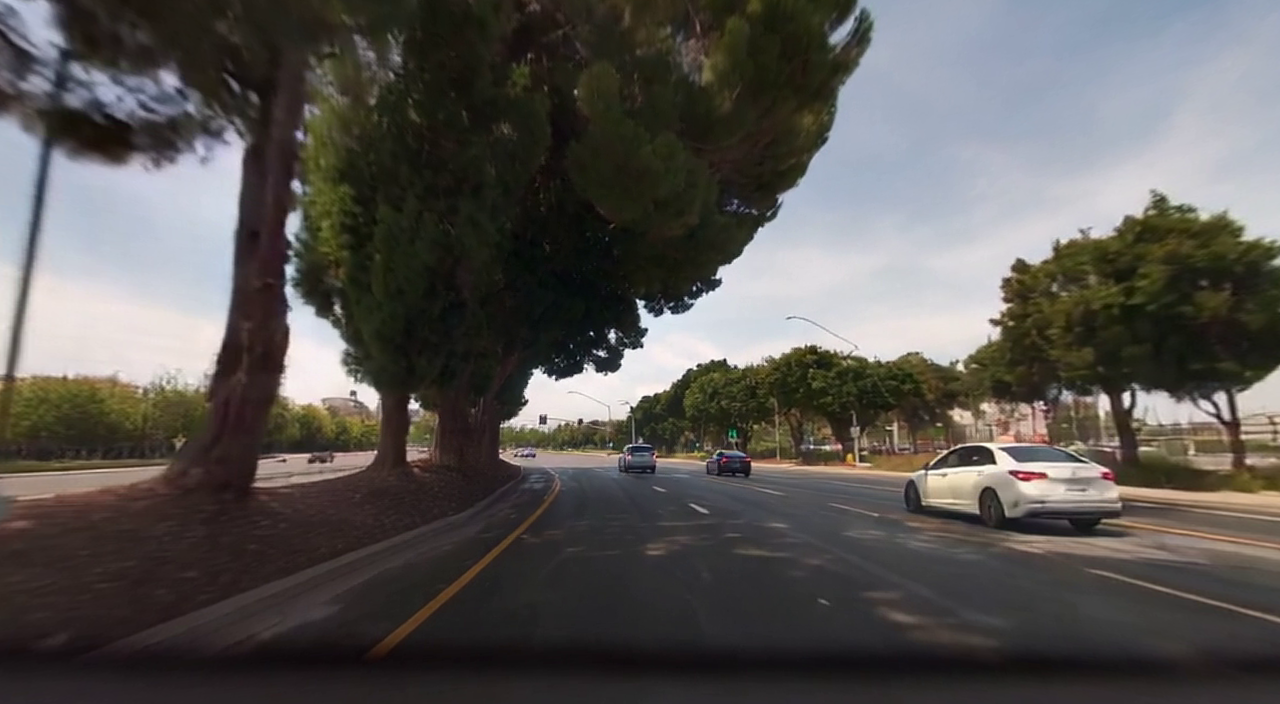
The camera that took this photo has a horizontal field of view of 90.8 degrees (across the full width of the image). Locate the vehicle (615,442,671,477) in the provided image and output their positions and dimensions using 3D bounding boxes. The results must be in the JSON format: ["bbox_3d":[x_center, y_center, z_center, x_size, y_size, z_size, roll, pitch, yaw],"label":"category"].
[{"bbox_3d":[0.062,5.562,32.966,2.122,1.646,4.525,1,-9,-10],"label":"vehicle"}]

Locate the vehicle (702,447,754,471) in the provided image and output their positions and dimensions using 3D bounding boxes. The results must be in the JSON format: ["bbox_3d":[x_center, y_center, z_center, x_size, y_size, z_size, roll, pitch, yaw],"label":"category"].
[{"bbox_3d":[5.712,7.011,41.685,1.940,1.460,4.652,1,-9,-11],"label":"vehicle"}]

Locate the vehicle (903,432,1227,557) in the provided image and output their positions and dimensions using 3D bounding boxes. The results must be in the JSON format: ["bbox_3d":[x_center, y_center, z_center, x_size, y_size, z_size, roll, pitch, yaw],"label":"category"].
[{"bbox_3d":[6.068,2.044,9.865,1.882,1.476,4.344,0,-8,-3],"label":"vehicle"}]
